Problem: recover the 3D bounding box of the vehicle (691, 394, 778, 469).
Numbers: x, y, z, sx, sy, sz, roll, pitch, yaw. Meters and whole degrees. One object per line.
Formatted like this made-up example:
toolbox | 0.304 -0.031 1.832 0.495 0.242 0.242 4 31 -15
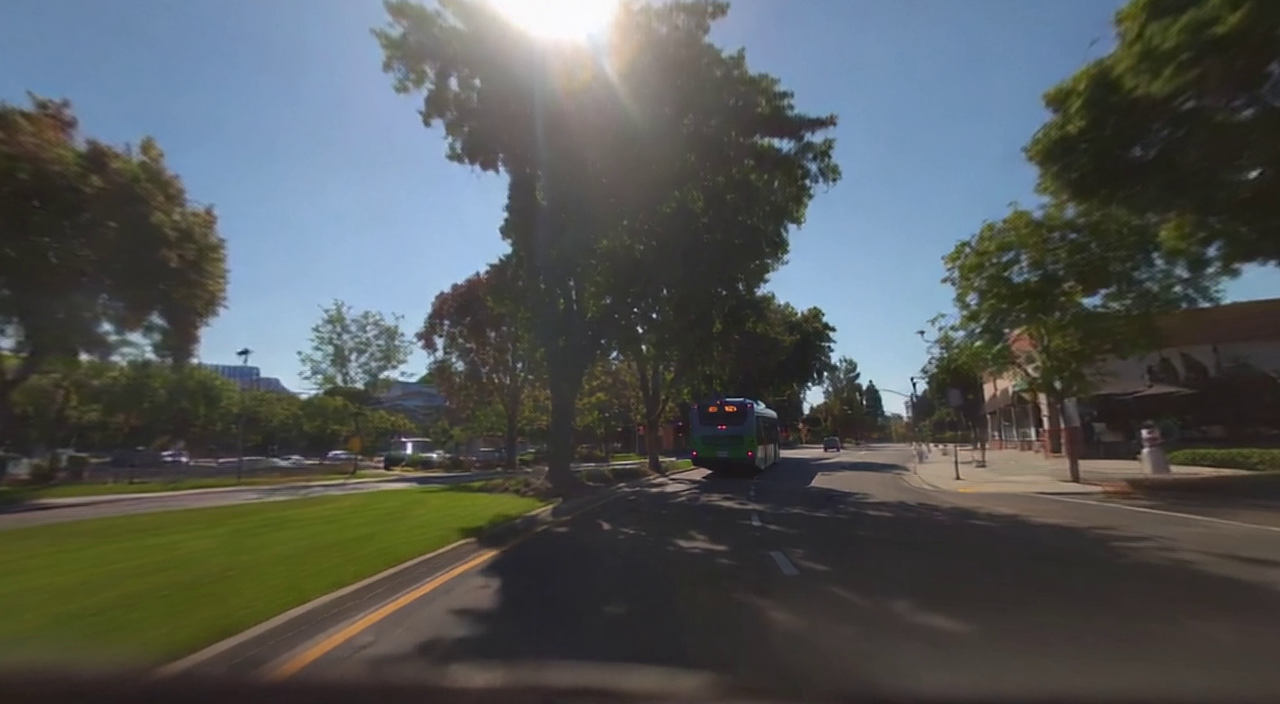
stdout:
vehicle | 5.538 4.528 34.740 3.031 3.429 11.005 -3 -9 17
